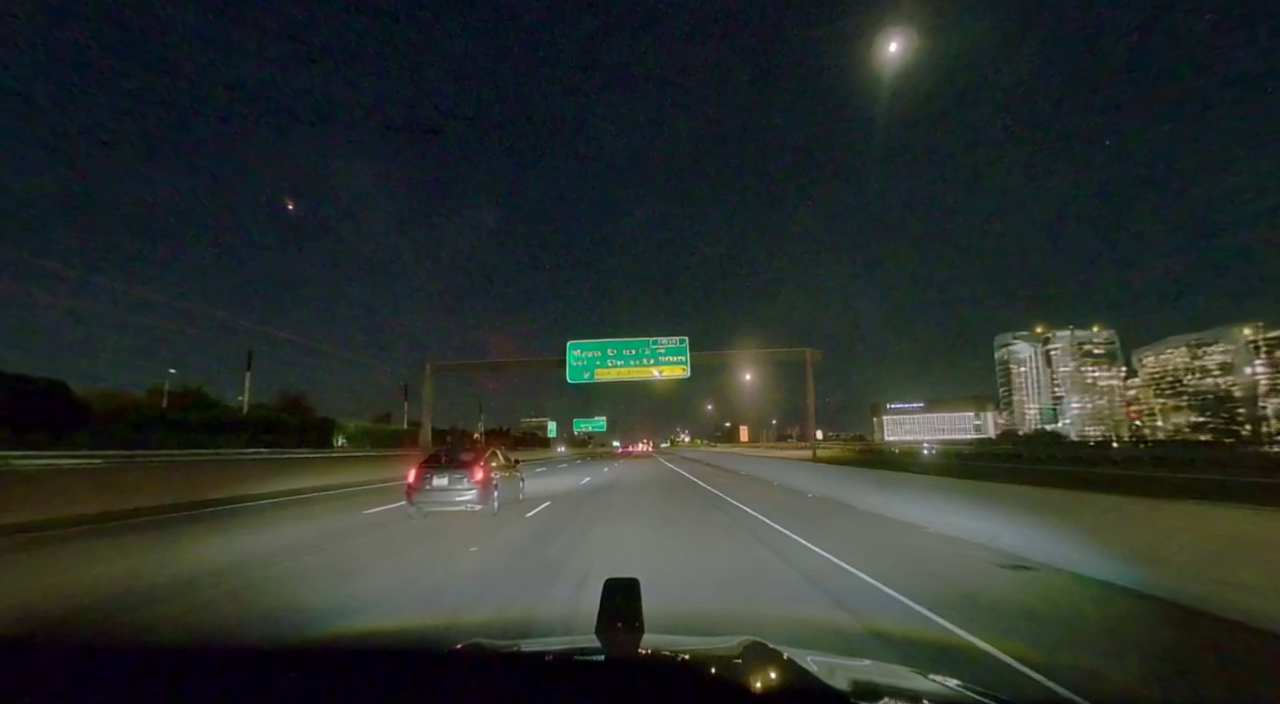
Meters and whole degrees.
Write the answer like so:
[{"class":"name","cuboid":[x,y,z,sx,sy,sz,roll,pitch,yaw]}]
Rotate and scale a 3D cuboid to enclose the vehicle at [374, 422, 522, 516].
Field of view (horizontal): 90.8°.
[{"class":"vehicle","cuboid":[-4.124,2.590,14.426,2.047,1.786,4.217,0,-8,0]}]
